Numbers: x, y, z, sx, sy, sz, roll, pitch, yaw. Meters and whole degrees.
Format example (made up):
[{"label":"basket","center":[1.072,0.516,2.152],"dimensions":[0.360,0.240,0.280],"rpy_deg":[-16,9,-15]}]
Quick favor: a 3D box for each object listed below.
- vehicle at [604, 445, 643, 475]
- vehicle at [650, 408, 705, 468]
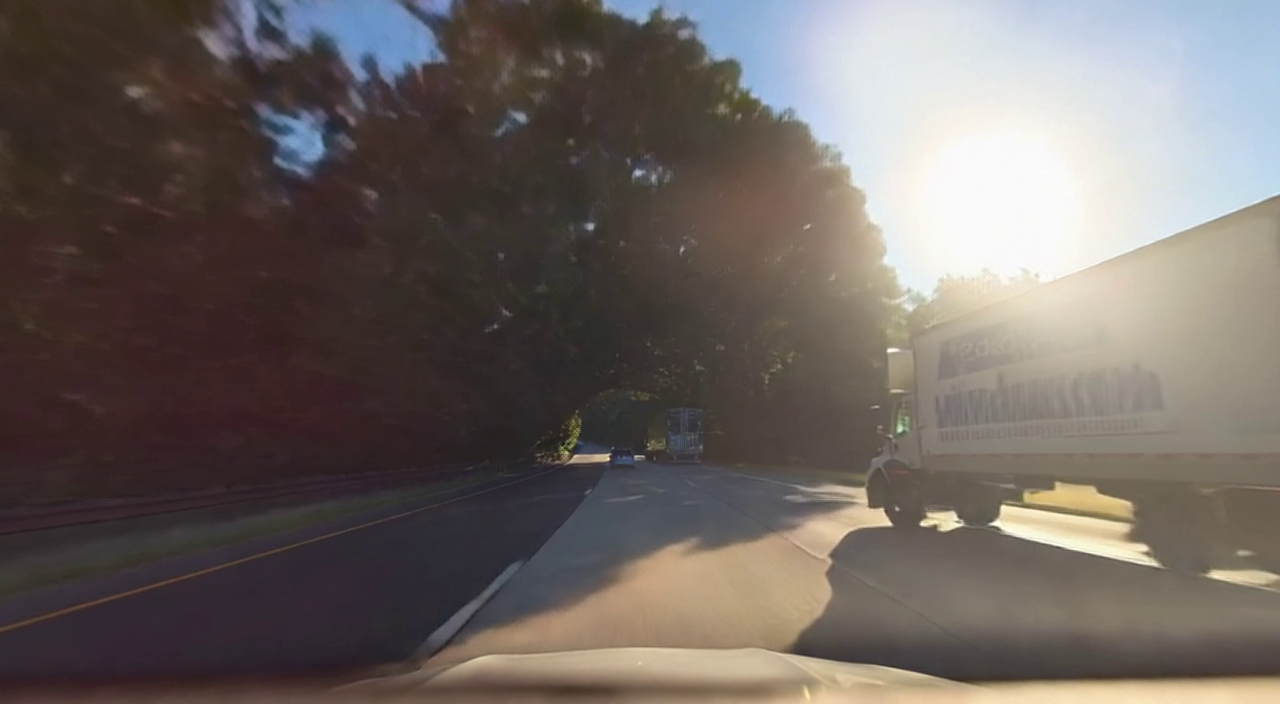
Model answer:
[{"label":"vehicle","center":[-0.843,5.599,32.850],"dimensions":[1.913,1.460,3.610],"rpy_deg":[0,-9,-2]},{"label":"vehicle","center":[2.618,6.931,49.696],"dimensions":[2.951,4.012,14.203],"rpy_deg":[1,-9,-2]}]
